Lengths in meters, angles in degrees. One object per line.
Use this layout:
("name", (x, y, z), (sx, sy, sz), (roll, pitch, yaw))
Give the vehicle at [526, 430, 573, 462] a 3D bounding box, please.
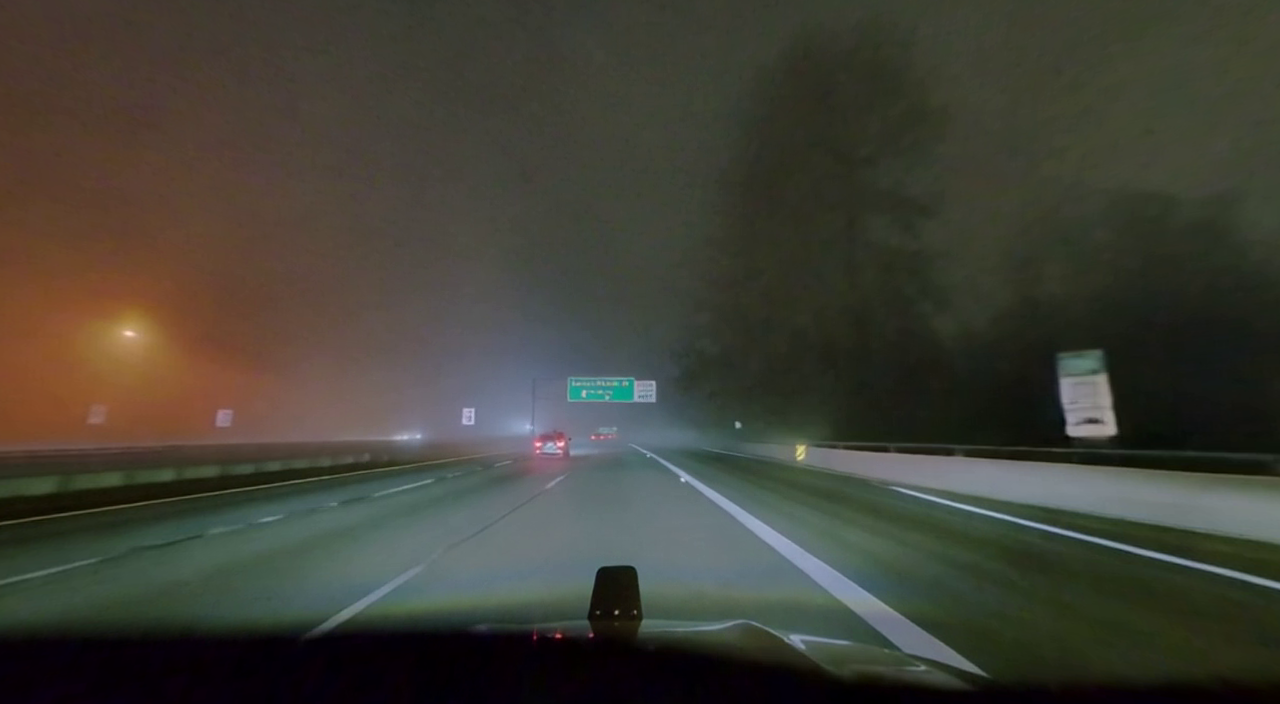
("vehicle", (-4.555, 4.786, 32.141), (1.878, 1.548, 3.966), (0, -8, -1))
